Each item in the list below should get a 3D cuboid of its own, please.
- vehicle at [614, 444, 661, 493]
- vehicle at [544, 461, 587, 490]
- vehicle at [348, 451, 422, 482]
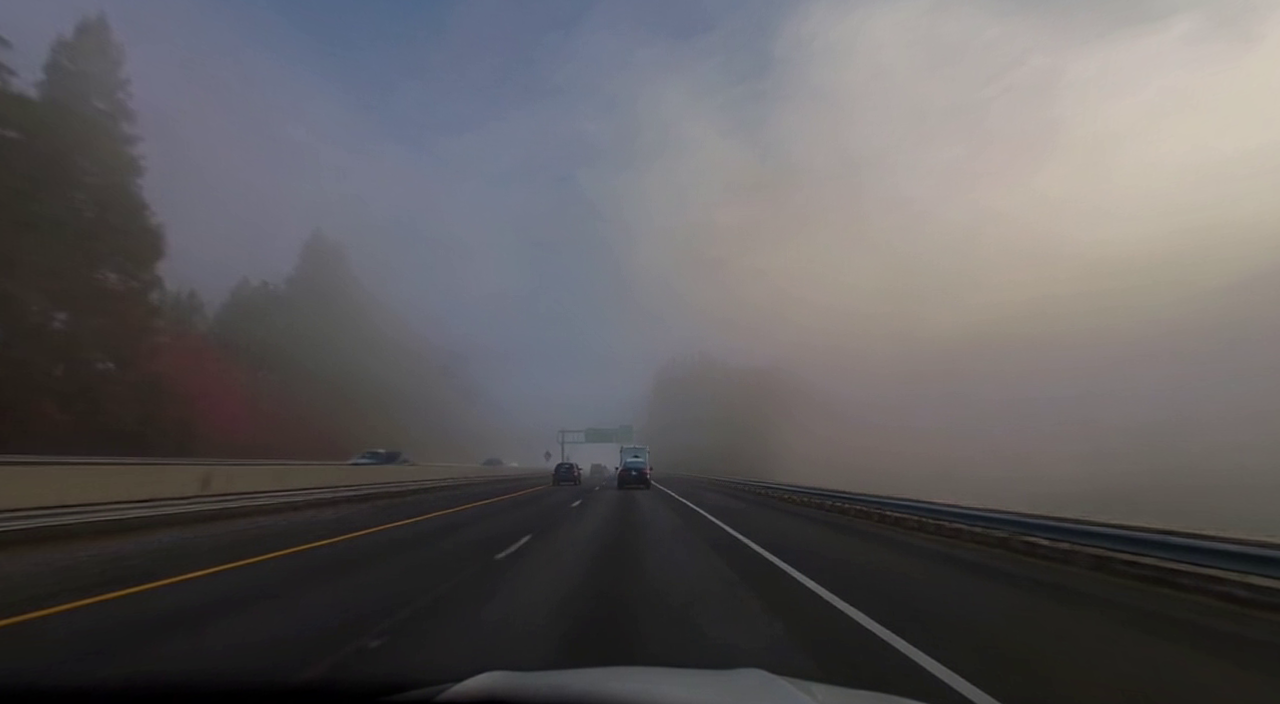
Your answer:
[{"bbox_3d":[-0.180,6.747,36.435,2.482,2.549,5.447,1,-11,-1],"label":"vehicle"},{"bbox_3d":[-4.430,7.411,37.883,2.100,1.605,3.883,1,-11,0],"label":"vehicle"},{"bbox_3d":[-13.793,6.256,34.427,2.174,1.523,4.558,1,-11,-1],"label":"vehicle"}]
